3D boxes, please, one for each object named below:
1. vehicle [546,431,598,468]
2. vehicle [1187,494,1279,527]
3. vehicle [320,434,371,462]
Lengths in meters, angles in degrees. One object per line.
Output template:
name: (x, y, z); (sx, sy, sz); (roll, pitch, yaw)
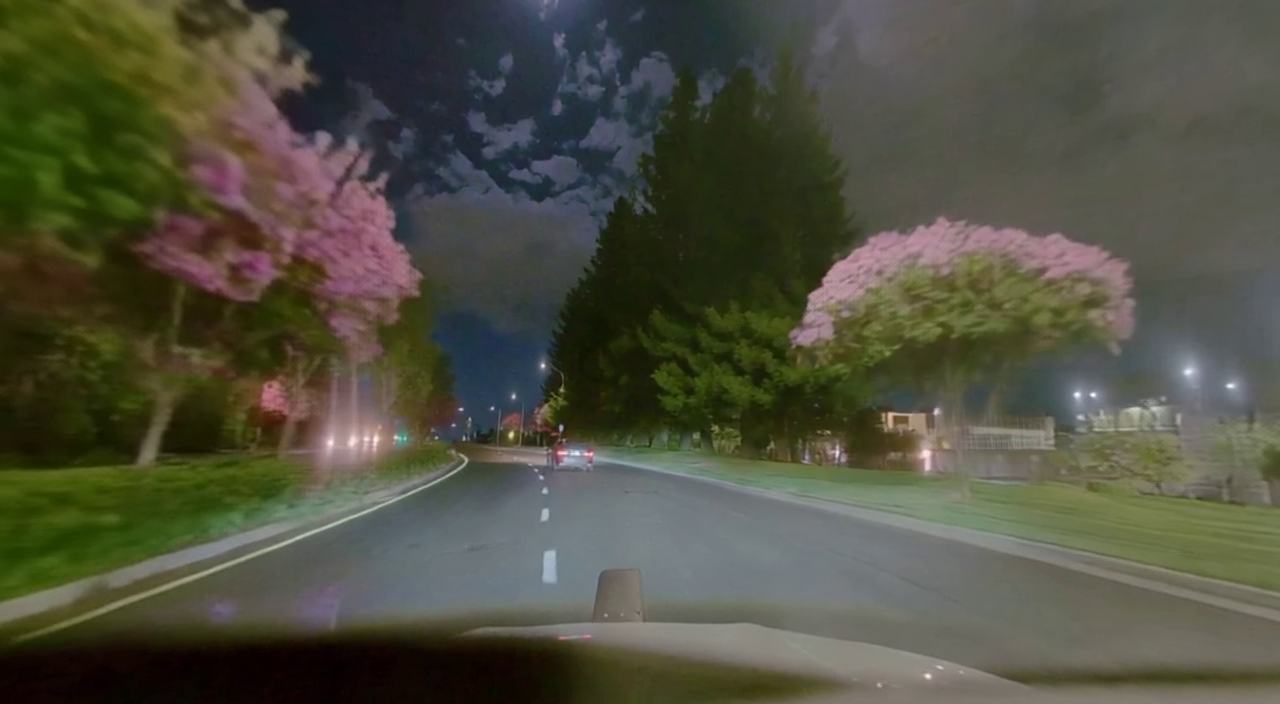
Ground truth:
vehicle: (-3.711, 5.207, 33.619); (2.166, 1.828, 4.607); (2, -9, -14)
vehicle: (37.199, 9.862, 39.063); (4.607, 1.572, 1.763); (-6, -11, 40)
vehicle: (-19.742, 6.441, 42.255); (2.172, 1.738, 4.617); (2, -9, -14)
